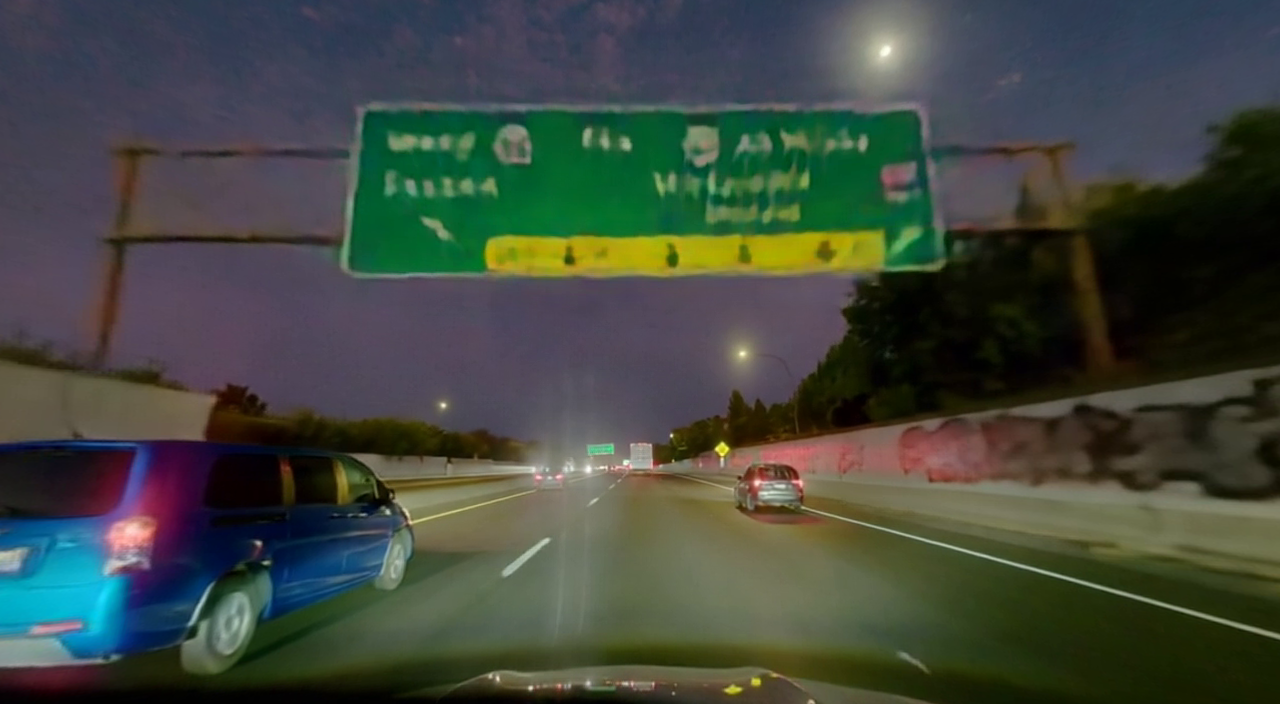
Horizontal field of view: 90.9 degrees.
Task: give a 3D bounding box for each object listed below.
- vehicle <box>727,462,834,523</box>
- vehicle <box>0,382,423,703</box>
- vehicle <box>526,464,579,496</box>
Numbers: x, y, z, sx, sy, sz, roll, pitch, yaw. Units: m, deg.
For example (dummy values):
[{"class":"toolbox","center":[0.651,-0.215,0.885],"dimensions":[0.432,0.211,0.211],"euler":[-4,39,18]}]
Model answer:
[{"class":"vehicle","center":[3.758,3.866,17.686],"dimensions":[1.917,1.458,4.199],"euler":[1,-10,-2]},{"class":"vehicle","center":[-3.491,1.322,4.822],"dimensions":[2.004,1.610,4.508],"euler":[1,-10,0]},{"class":"vehicle","center":[-4.248,6.275,31.144],"dimensions":[2.054,1.443,4.131],"euler":[1,-10,-1]}]
